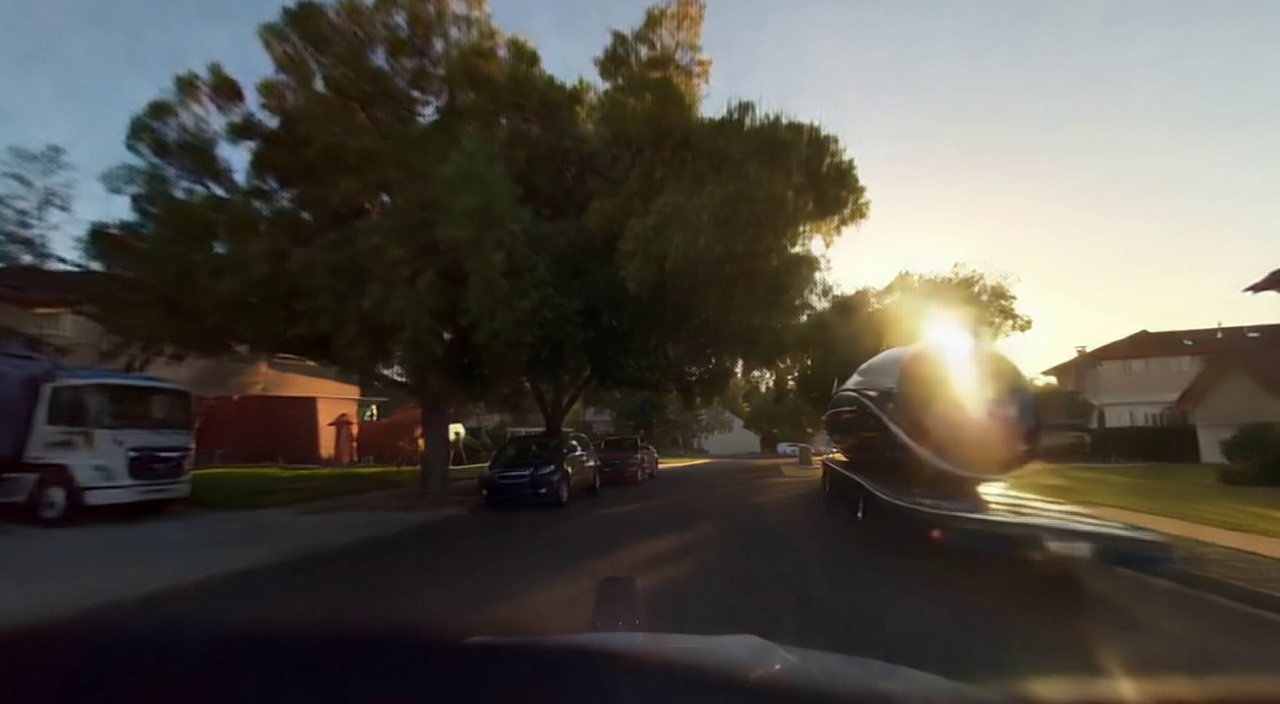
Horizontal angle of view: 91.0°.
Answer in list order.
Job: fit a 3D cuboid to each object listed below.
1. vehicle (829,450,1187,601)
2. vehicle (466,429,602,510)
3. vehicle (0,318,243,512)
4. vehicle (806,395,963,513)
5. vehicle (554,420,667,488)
[{"bbox_3d":[4.977,2.399,10.255,2.804,1.336,6.700,0,-7,10],"label":"vehicle"},{"bbox_3d":[-2.501,2.951,16.309,2.052,1.745,4.737,-2,-9,9],"label":"vehicle"},{"bbox_3d":[-12.243,1.238,11.726,7.767,3.105,2.858,-1,-9,3],"label":"vehicle"},{"bbox_3d":[6.153,2.690,16.866,2.697,2.558,5.635,-2,-9,9],"label":"vehicle"},{"bbox_3d":[-0.931,3.932,24.556,2.632,2.249,6.179,-3,-9,15],"label":"vehicle"}]
